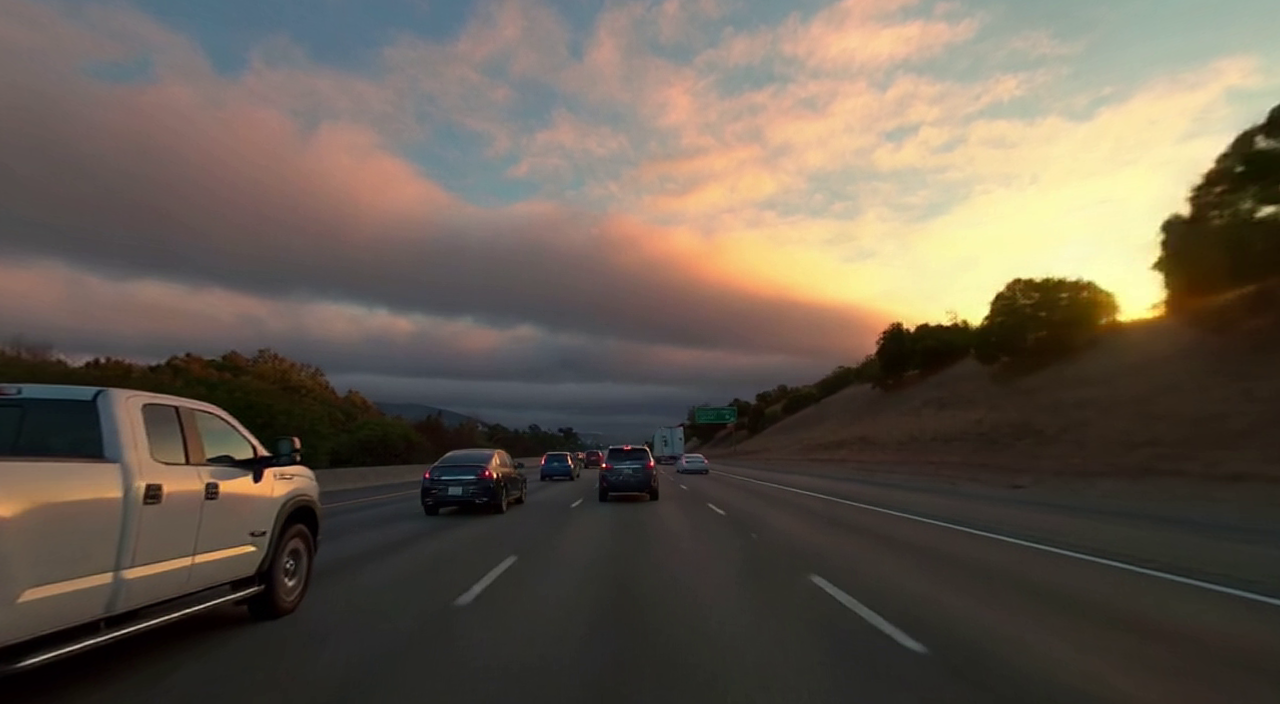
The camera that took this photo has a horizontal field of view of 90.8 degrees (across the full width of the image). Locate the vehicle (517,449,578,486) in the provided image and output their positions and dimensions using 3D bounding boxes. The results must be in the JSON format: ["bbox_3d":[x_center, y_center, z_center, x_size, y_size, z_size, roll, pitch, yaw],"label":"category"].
[{"bbox_3d":[-3.936,5.001,27.571,1.999,1.484,4.269,0,-9,0],"label":"vehicle"}]

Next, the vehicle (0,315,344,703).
[{"bbox_3d":[-3.906,0.884,3.317,2.243,1.889,4.949,0,-9,0],"label":"vehicle"}]

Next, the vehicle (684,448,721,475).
[{"bbox_3d":[3.846,6.791,39.287,1.858,1.537,3.838,0,-9,-1],"label":"vehicle"}]

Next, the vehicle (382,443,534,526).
[{"bbox_3d":[-3.699,2.777,13.790,1.988,1.501,4.438,0,-9,0],"label":"vehicle"}]

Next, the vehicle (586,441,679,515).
[{"bbox_3d":[-0.178,2.988,15.326,1.996,1.574,3.426,0,-9,-1],"label":"vehicle"}]
